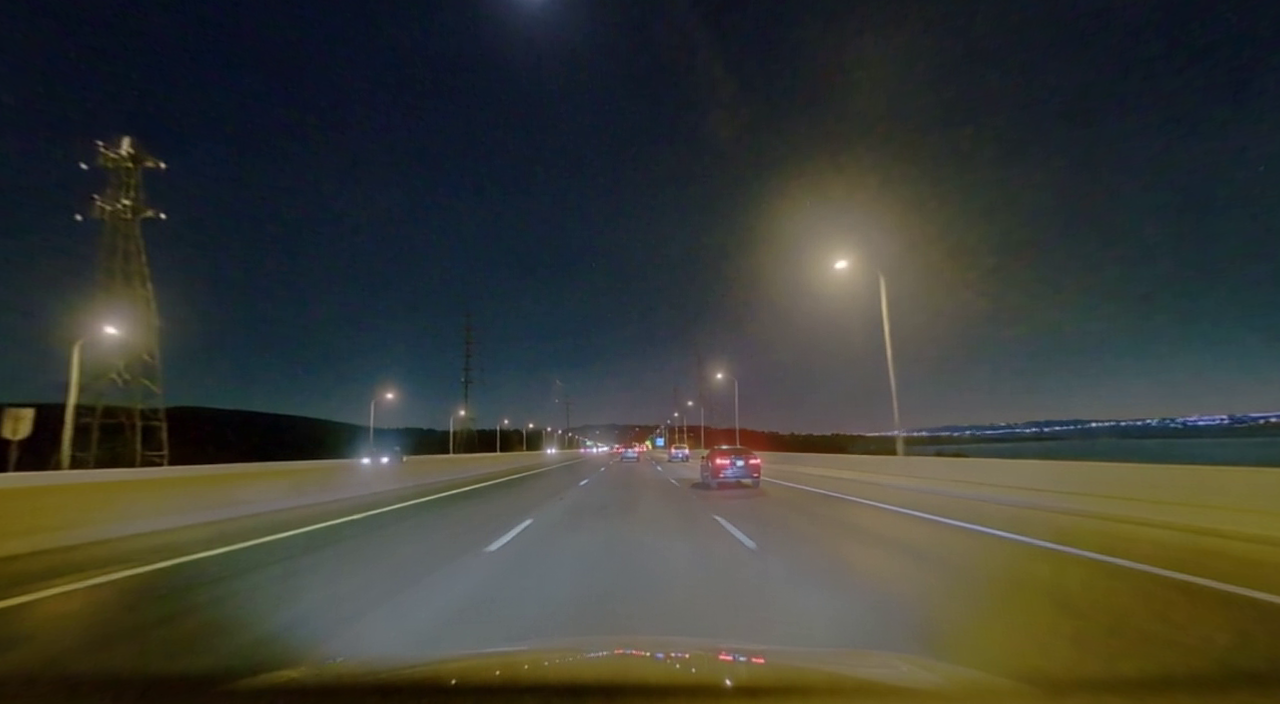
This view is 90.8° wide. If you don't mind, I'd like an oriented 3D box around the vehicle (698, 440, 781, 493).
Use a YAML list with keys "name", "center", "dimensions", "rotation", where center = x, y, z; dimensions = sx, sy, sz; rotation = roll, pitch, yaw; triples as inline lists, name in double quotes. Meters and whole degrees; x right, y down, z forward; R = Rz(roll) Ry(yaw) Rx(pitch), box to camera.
- name: "vehicle"
  center: [3.085, 3.647, 20.536]
  dimensions: [1.890, 1.490, 4.373]
  rotation: [0, -9, -2]

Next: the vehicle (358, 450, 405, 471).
- name: "vehicle"
  center: [-19.277, 8.064, 47.309]
  dimensions: [1.755, 1.447, 4.176]
  rotation: [0, -9, 0]
